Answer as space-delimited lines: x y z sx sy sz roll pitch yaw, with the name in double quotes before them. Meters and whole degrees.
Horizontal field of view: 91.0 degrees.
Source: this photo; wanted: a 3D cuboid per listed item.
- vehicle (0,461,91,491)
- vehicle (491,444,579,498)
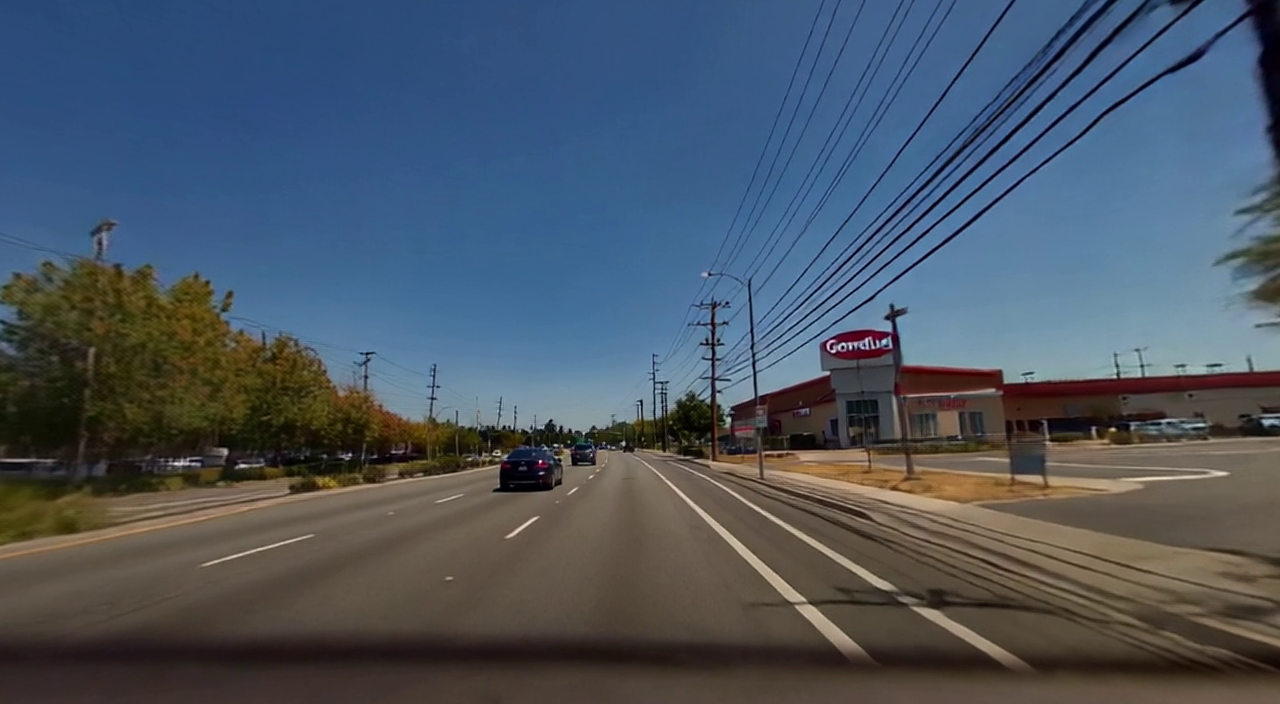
"vehicle" -39.092 7.984 40.823 4.763 1.764 2.118 5 -10 -29
"vehicle" -3.163 3.661 19.838 1.942 1.469 4.426 0 -9 1
